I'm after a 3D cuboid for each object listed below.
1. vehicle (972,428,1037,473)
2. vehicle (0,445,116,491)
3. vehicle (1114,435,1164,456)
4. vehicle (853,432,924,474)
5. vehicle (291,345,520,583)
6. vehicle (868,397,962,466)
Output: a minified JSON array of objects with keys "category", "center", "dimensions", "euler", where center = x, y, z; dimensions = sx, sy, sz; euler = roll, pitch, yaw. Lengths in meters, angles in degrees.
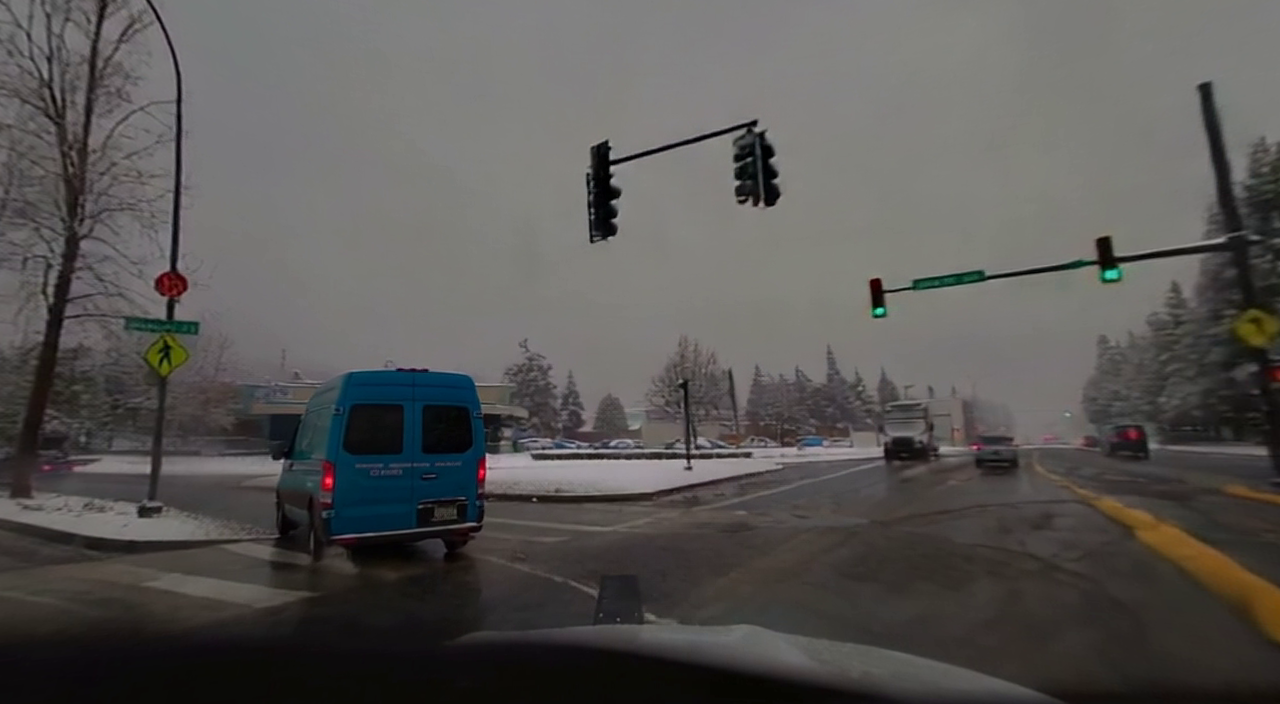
[{"category":"vehicle","center":[14.481,3.901,24.857],"dimensions":[1.948,1.613,3.879],"euler":[-6,-10,31]},{"category":"vehicle","center":[-21.927,4.282,23.381],"dimensions":[4.457,1.533,1.933],"euler":[-5,-10,28]},{"category":"vehicle","center":[37.103,6.947,46.700],"dimensions":[2.144,1.473,4.250],"euler":[-5,-10,29]},{"category":"vehicle","center":[10.514,4.221,26.304],"dimensions":[2.017,1.599,4.436],"euler":[-5,-10,30]},{"category":"vehicle","center":[-4.067,1.679,10.053],"dimensions":[2.432,2.624,5.670],"euler":[4,-10,-29]},{"category":"vehicle","center":[16.523,4.826,36.814],"dimensions":[3.158,3.294,13.584],"euler":[-5,-10,31]}]
